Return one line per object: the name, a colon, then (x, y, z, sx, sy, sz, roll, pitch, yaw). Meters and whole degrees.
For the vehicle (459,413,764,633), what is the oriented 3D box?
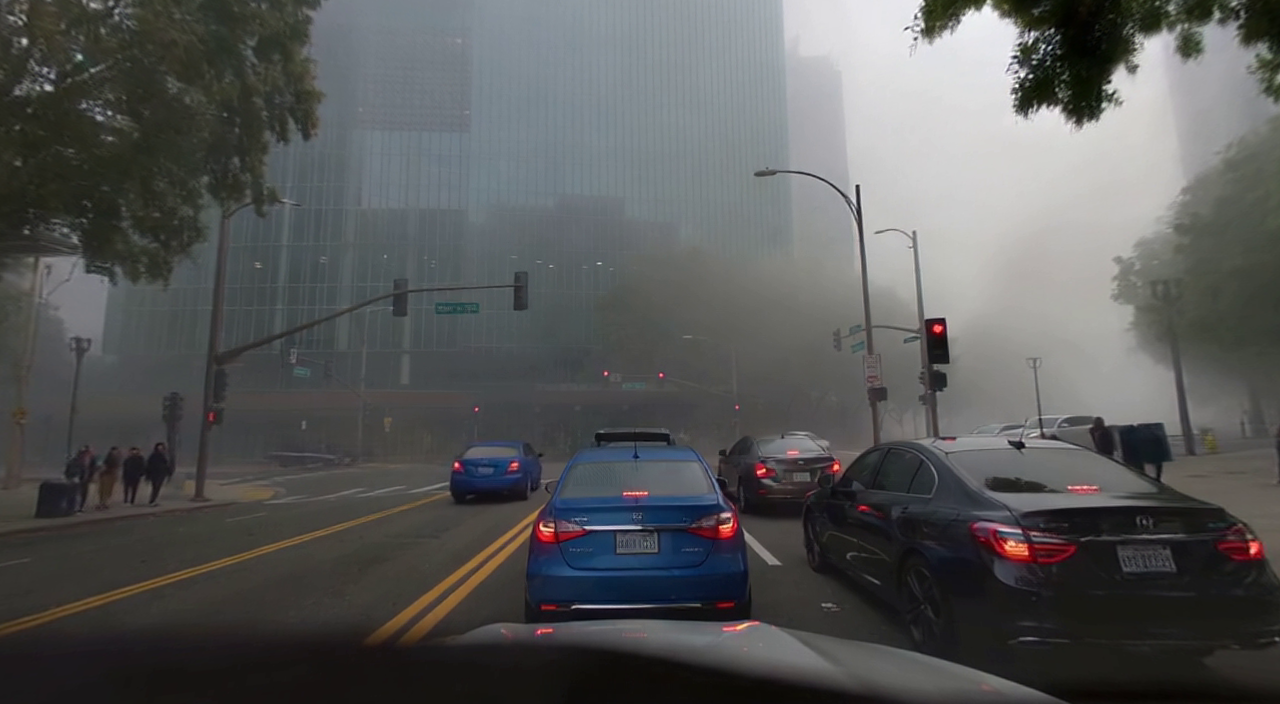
vehicle: (-0.270, 1.464, 6.392, 2.072, 1.476, 4.078, 0, -8, -2)

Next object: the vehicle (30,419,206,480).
vehicle: (-26.747, 5.012, 32.372, 6.756, 2.955, 2.367, 0, -8, 0)

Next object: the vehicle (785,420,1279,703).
vehicle: (2.747, 1.406, 5.439, 1.952, 1.464, 4.165, 0, -8, -1)

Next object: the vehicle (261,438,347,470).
vehicle: (-20.507, 6.207, 38.358, 4.294, 1.819, 2.043, -3, -9, 17)
